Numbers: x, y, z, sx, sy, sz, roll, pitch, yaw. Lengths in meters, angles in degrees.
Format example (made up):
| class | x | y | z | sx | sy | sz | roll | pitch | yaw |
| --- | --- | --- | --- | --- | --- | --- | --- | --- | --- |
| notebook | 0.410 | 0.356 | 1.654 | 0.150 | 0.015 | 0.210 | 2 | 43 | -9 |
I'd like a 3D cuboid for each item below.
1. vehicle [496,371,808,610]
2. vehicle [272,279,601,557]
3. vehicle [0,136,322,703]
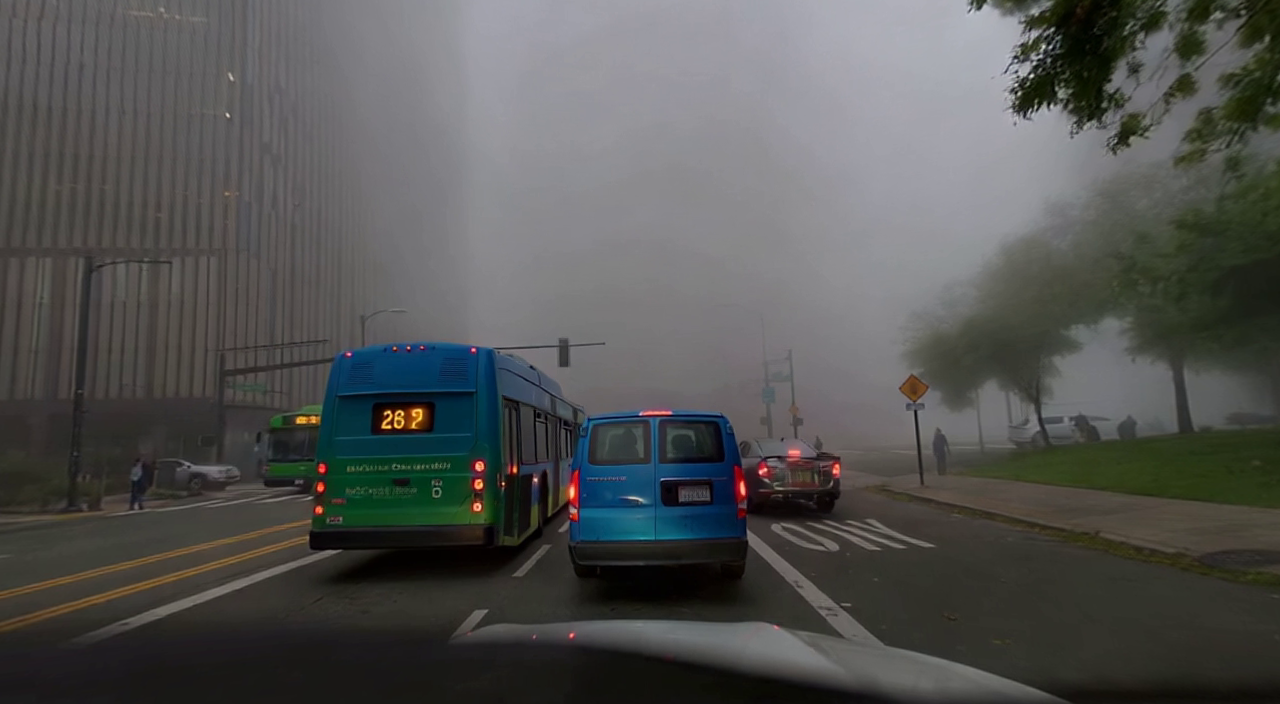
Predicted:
| class | x | y | z | sx | sy | sz | roll | pitch | yaw |
| --- | --- | --- | --- | --- | --- | --- | --- | --- | --- |
| vehicle | 0.123 | 1.437 | 7.294 | 2.500 | 1.912 | 4.270 | 0 | -9 | 1 |
| vehicle | -2.901 | 1.791 | 14.625 | 3.042 | 3.445 | 13.615 | 0 | -9 | 0 |
| vehicle | -2.752 | 0.316 | 0.191 | 2.329 | 2.089 | 5.659 | 0 | -9 | 0 |
